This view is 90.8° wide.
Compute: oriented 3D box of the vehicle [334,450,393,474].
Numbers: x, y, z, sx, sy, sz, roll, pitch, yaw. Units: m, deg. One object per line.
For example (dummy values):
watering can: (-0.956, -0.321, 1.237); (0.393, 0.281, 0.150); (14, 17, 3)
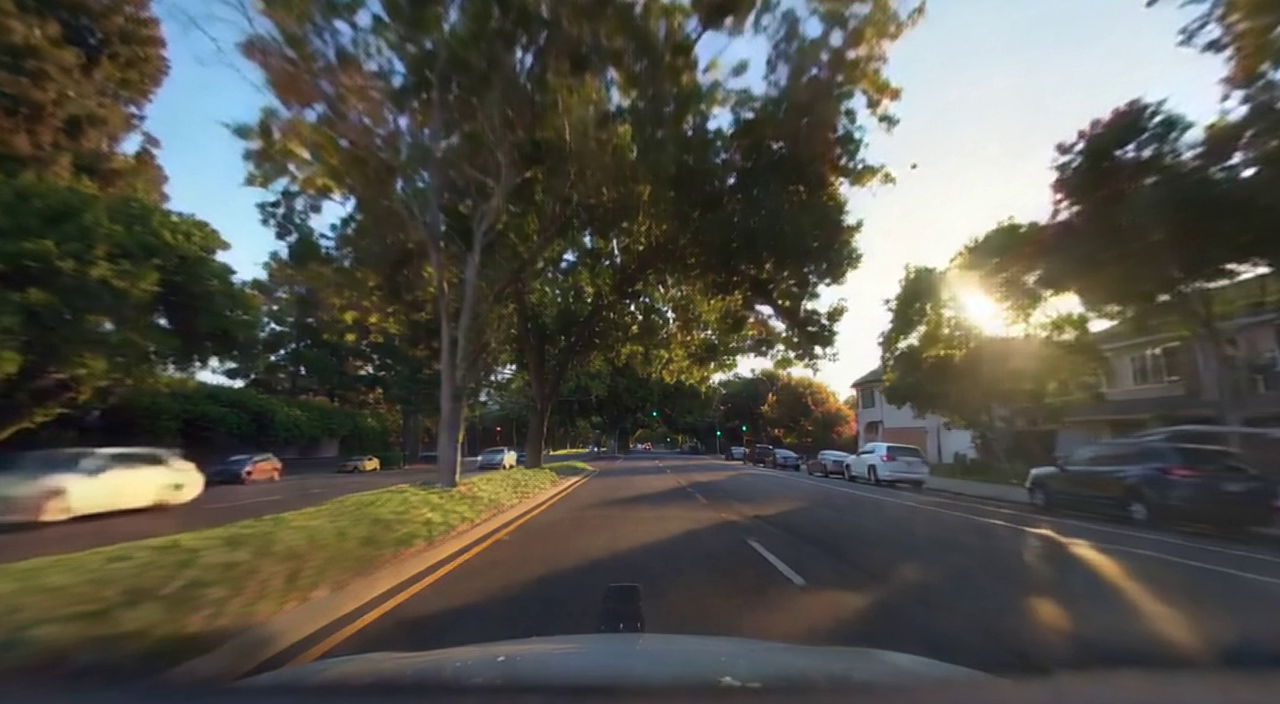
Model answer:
vehicle: (-18.306, 7.282, 42.070); (1.844, 1.480, 4.729); (0, -8, -1)

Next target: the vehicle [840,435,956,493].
vehicle: (9.839, 4.308, 24.735); (2.176, 1.893, 5.744); (2, -8, 0)

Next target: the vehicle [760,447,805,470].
vehicle: (9.785, 7.300, 43.740); (1.931, 1.473, 4.742); (0, -8, 0)

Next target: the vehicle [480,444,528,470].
vehicle: (-8.203, 6.347, 38.463); (1.922, 1.486, 4.392); (0, -8, 1)

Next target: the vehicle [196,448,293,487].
vehicle: (-18.382, 5.331, 29.627); (1.842, 1.660, 4.120); (0, -8, 0)

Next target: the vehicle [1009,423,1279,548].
vehicle: (9.990, 2.453, 12.471); (2.182, 1.902, 5.406); (0, -8, 1)

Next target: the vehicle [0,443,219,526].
vehicle: (-11.668, 2.745, 13.760); (1.826, 1.472, 4.493); (0, -8, 1)

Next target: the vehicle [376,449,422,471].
vehicle: (-18.407, 8.243, 48.511); (1.728, 1.512, 4.554); (0, -8, 0)
